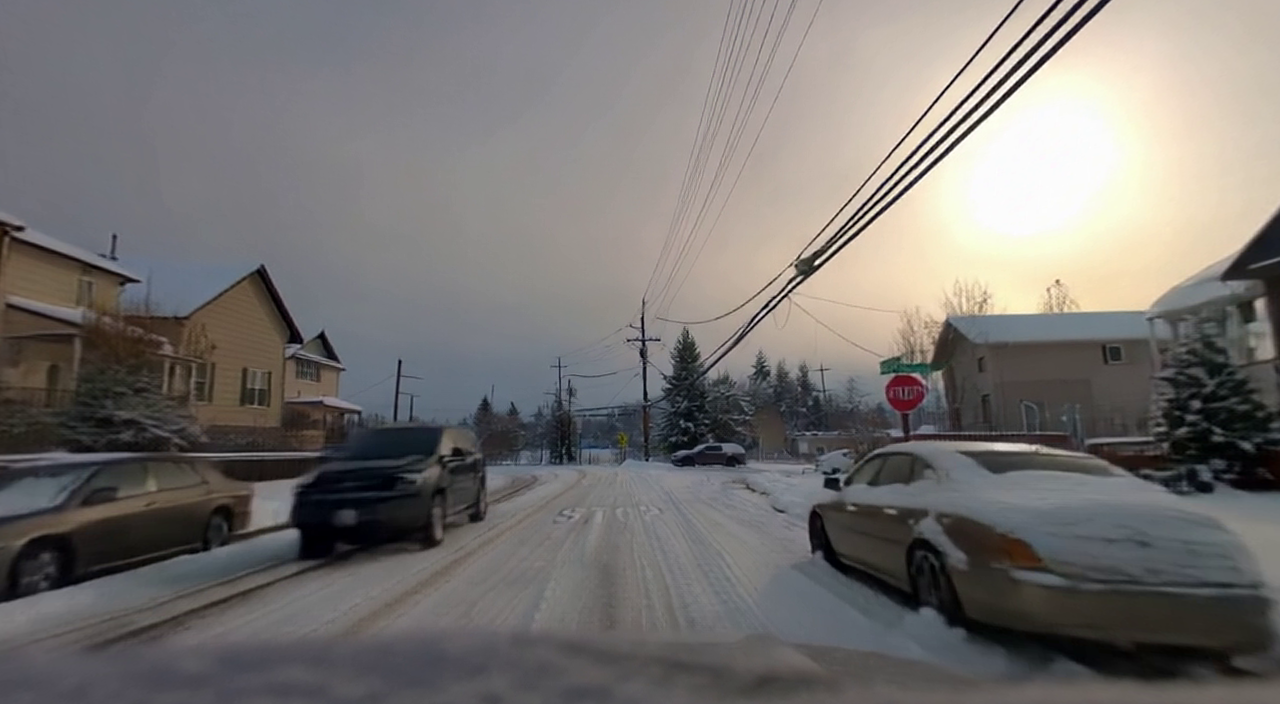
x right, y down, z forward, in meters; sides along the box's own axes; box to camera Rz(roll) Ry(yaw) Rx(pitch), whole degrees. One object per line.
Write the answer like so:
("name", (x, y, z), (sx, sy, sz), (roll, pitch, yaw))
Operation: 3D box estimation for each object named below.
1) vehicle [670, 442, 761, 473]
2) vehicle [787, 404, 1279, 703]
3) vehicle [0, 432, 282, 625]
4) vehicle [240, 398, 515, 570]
("vehicle", (5.027, 7.069, 42.322), (5.578, 1.842, 2.300), (4, -10, -12))
("vehicle", (2.729, 1.325, 4.961), (2.080, 1.531, 4.415), (0, -9, 0))
("vehicle", (-6.841, 1.900, 7.718), (2.156, 1.728, 4.619), (-2, -8, 2))
("vehicle", (-3.488, 1.858, 9.636), (2.277, 1.970, 4.512), (0, -9, -1))
